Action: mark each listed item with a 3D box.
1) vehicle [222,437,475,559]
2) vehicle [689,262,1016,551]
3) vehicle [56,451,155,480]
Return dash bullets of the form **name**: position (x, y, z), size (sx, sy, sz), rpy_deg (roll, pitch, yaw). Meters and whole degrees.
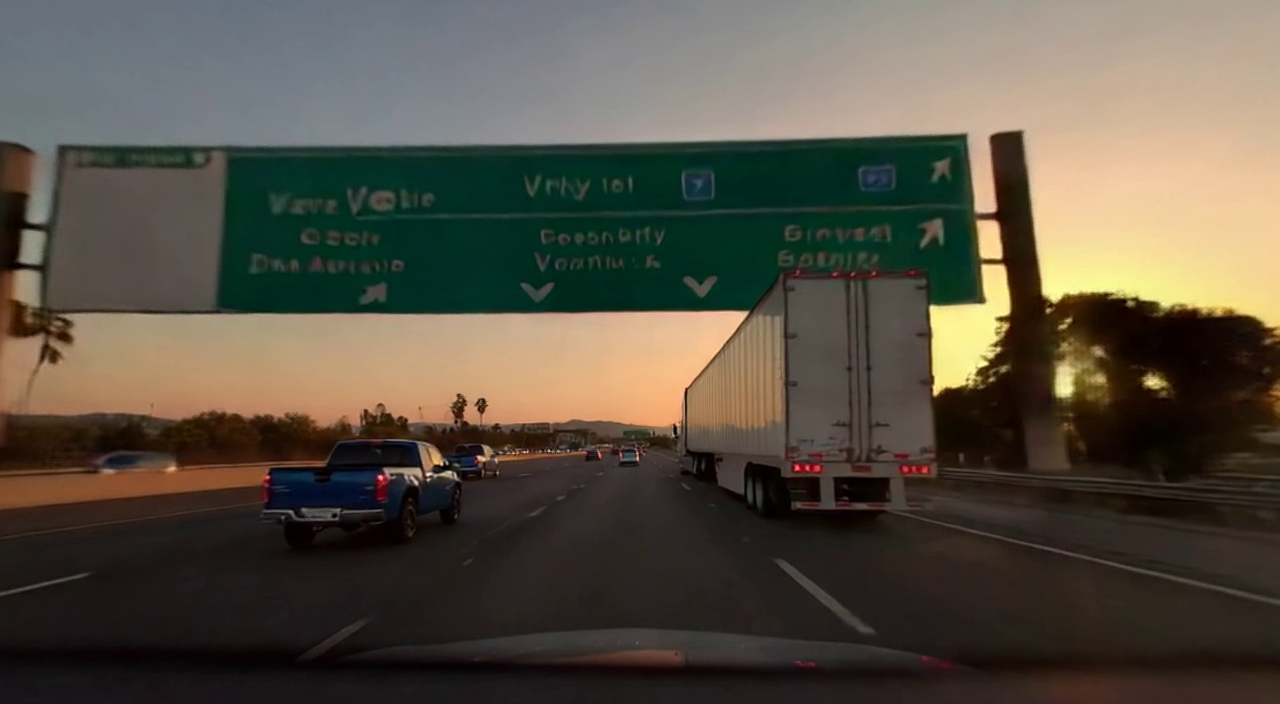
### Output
- **vehicle**: position (-4.276, 2.179, 10.168), size (2.120, 1.537, 4.139), rpy_deg (0, -9, 0)
- **vehicle**: position (3.611, 1.928, 17.141), size (2.891, 4.123, 16.415), rpy_deg (0, -9, -1)
- **vehicle**: position (-36.359, 7.690, 43.063), size (2.037, 1.800, 5.396), rpy_deg (0, -9, 0)
